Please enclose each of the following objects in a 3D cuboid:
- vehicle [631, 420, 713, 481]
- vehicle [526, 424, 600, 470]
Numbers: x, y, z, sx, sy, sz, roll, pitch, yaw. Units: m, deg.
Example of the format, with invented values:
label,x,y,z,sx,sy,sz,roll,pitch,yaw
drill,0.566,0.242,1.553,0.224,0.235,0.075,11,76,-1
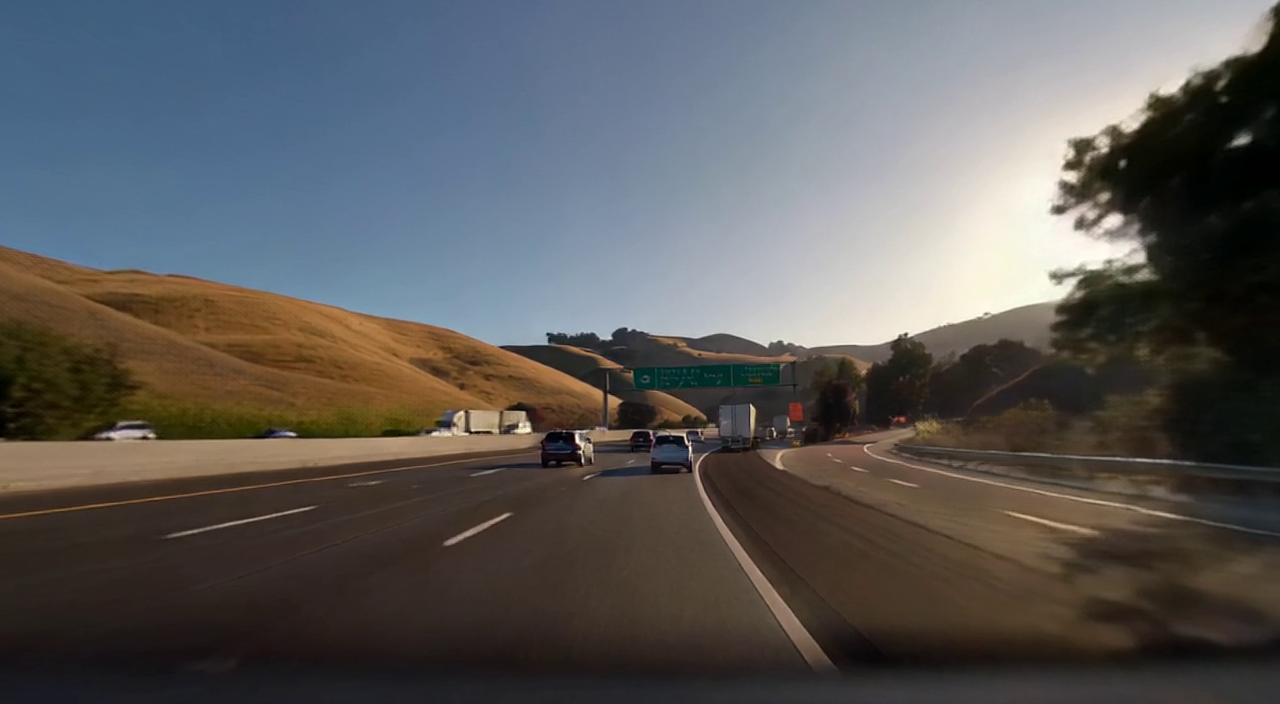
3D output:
label,x,y,z,sx,sy,sz,roll,pitch,yaw
vehicle,1.121,3.321,21.414,2.484,1.820,4.497,-1,-8,4
vehicle,-3.005,3.854,25.705,2.077,1.712,4.406,-1,-8,5
